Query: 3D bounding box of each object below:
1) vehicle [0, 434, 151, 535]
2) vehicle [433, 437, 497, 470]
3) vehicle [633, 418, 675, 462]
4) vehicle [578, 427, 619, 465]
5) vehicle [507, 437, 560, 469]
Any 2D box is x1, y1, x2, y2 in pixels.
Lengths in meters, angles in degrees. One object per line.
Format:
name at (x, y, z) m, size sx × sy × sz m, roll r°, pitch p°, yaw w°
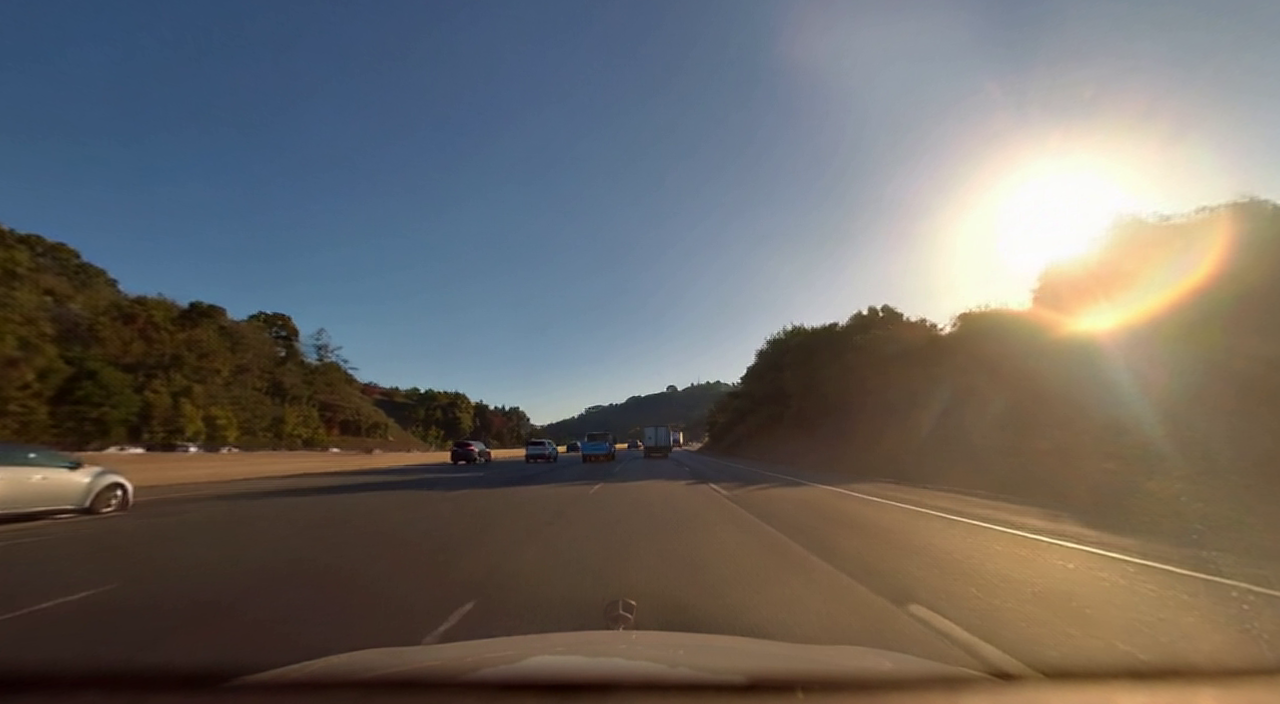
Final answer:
vehicle at (-10.286, 1.986, 9.583) m, size 1.952 × 1.457 × 4.689 m, roll 0°, pitch -8°, yaw 0°
vehicle at (-10.221, 5.953, 37.334) m, size 2.080 × 1.777 × 5.450 m, roll 0°, pitch -8°, yaw 2°
vehicle at (0.987, 6.364, 45.576) m, size 2.768 × 2.854 × 6.757 m, roll 0°, pitch -8°, yaw 1°
vehicle at (-2.863, 6.723, 44.996) m, size 2.328 × 2.519 × 5.238 m, roll 0°, pitch -8°, yaw 3°
vehicle at (-6.440, 6.170, 38.778) m, size 2.206 × 1.838 × 4.889 m, roll 0°, pitch -8°, yaw 3°
